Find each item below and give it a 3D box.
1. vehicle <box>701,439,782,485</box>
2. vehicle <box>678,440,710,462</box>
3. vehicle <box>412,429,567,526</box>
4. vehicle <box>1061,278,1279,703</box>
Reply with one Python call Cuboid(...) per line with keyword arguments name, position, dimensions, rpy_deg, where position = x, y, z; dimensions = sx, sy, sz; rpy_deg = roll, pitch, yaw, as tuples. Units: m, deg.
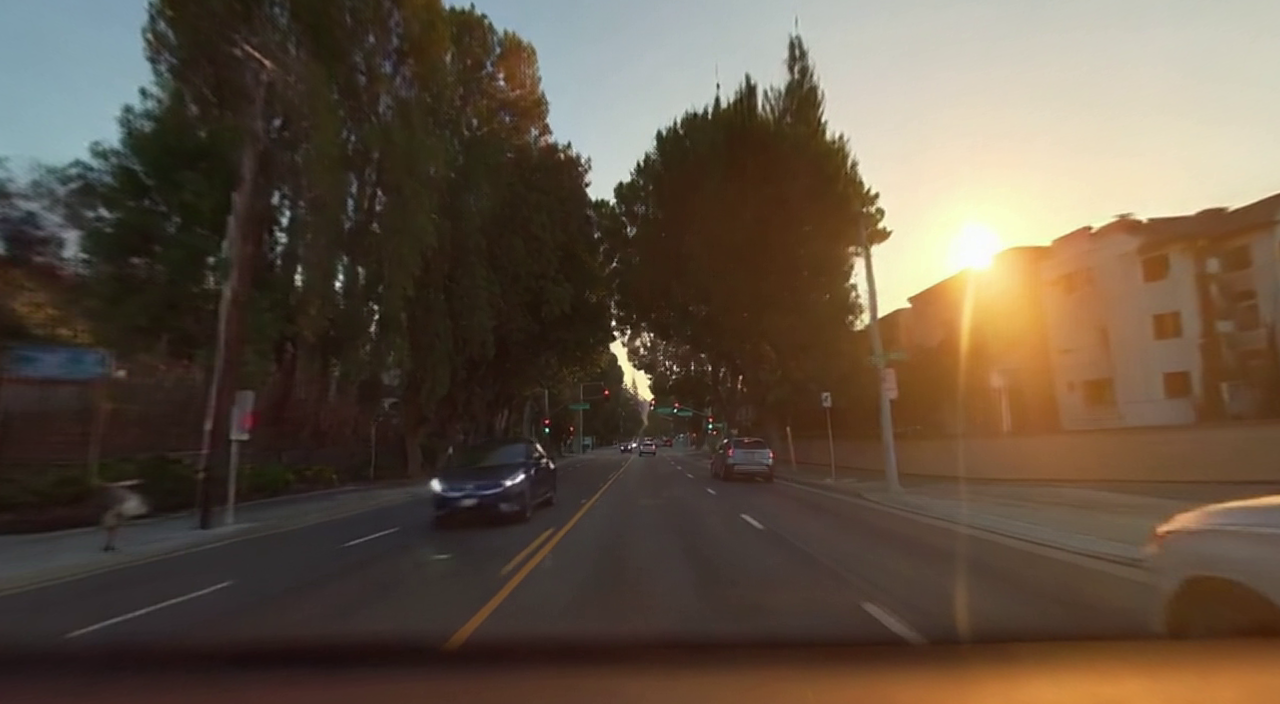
Cuboid(name="vehicle", position=(3.547, 3.946, 22.992), dimensions=(2.072, 1.471, 4.834), rpy_deg=(0, -9, -1))
Cuboid(name="vehicle", position=(4.116, 7.631, 48.546), dimensions=(2.035, 1.564, 4.719), rpy_deg=(-1, -9, 0))
Cuboid(name="vehicle", position=(-2.927, 2.549, 13.409), dimensions=(2.109, 1.681, 4.417), rpy_deg=(-1, -9, 2))
Cuboid(name="vehicle", position=(3.234, 0.446, 0.483), dimensions=(2.251, 1.861, 5.144), rpy_deg=(-1, -9, 0))
